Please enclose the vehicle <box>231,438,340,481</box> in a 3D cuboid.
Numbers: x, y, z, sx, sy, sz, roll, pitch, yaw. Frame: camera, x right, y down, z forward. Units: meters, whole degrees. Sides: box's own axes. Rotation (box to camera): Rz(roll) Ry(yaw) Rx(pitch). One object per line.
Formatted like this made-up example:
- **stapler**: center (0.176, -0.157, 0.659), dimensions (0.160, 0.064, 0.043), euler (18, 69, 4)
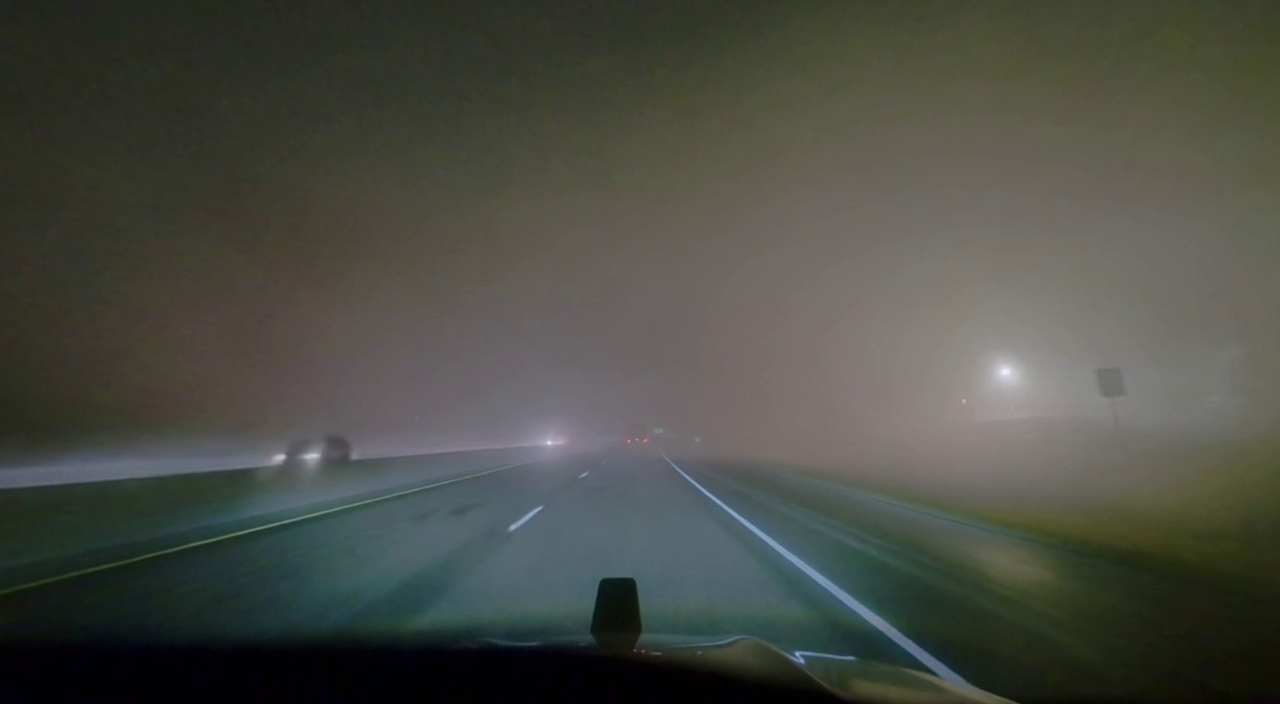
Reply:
- **vehicle**: center (-13.837, 4.175, 24.860), dimensions (1.902, 1.526, 4.123), euler (0, -8, 0)
